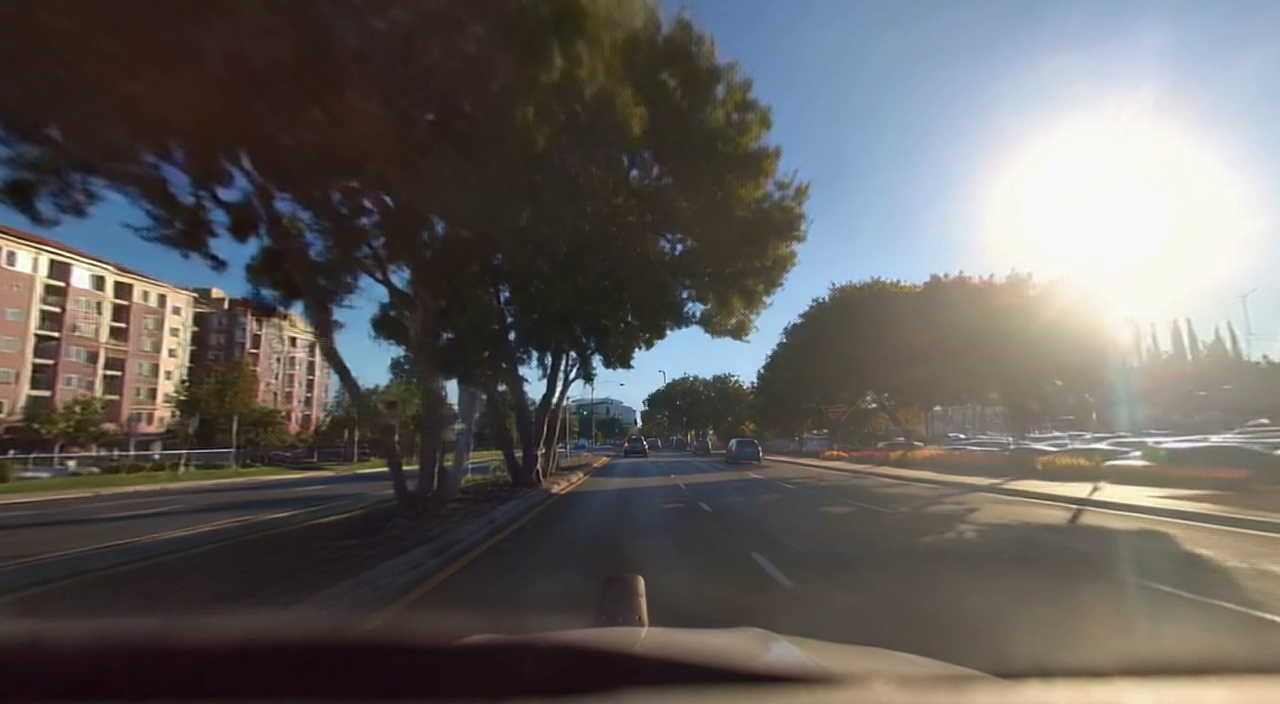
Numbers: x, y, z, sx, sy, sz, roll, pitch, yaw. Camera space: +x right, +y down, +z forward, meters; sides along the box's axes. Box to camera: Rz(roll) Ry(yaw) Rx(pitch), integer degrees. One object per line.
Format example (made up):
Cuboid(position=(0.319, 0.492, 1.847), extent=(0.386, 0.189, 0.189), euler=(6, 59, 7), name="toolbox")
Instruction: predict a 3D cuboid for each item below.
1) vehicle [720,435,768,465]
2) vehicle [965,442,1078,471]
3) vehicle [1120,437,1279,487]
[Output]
Cuboid(position=(6.633, 6.300, 40.697), extent=(2.136, 1.799, 4.796), euler=(0, -9, -2), name="vehicle")
Cuboid(position=(19.863, 5.438, 32.896), extent=(4.653, 1.438, 1.939), euler=(0, -9, -2), name="vehicle")
Cuboid(position=(19.144, 3.625, 20.898), extent=(4.644, 1.552, 1.980), euler=(0, -9, 4), name="vehicle")
